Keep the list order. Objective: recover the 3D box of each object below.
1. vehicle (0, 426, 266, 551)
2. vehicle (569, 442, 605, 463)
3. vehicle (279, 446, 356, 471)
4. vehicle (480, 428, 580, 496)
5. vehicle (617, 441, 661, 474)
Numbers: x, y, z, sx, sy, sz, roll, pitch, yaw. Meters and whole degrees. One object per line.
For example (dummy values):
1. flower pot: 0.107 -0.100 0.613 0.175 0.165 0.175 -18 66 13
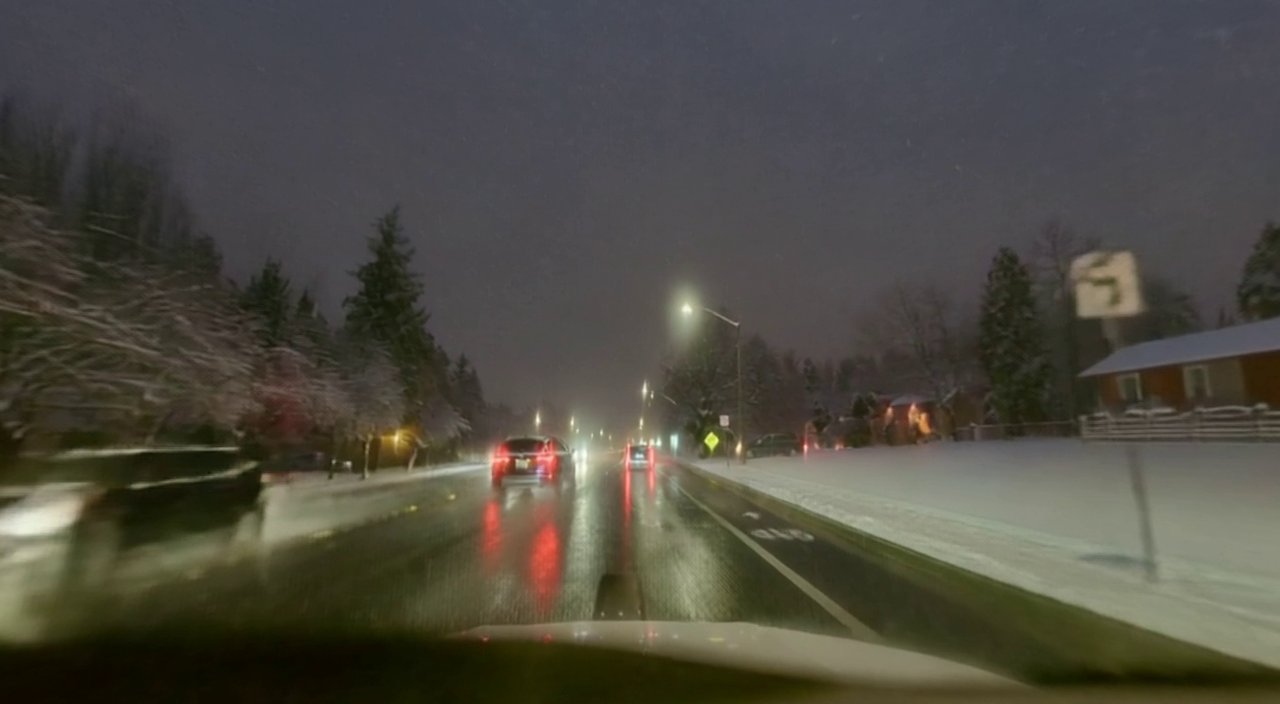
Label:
1. vehicle: -9.045 2.271 11.102 2.149 1.662 4.600 -4 -8 0
2. vehicle: -3.870 7.455 47.027 2.268 1.522 4.350 0 -8 0
3. vehicle: -22.465 7.410 44.171 4.203 1.693 2.072 0 -8 0
4. vehicle: -3.146 3.254 19.059 2.157 1.771 4.452 0 -8 1
5. vehicle: -0.076 5.189 31.385 2.062 1.518 3.901 0 -8 0
